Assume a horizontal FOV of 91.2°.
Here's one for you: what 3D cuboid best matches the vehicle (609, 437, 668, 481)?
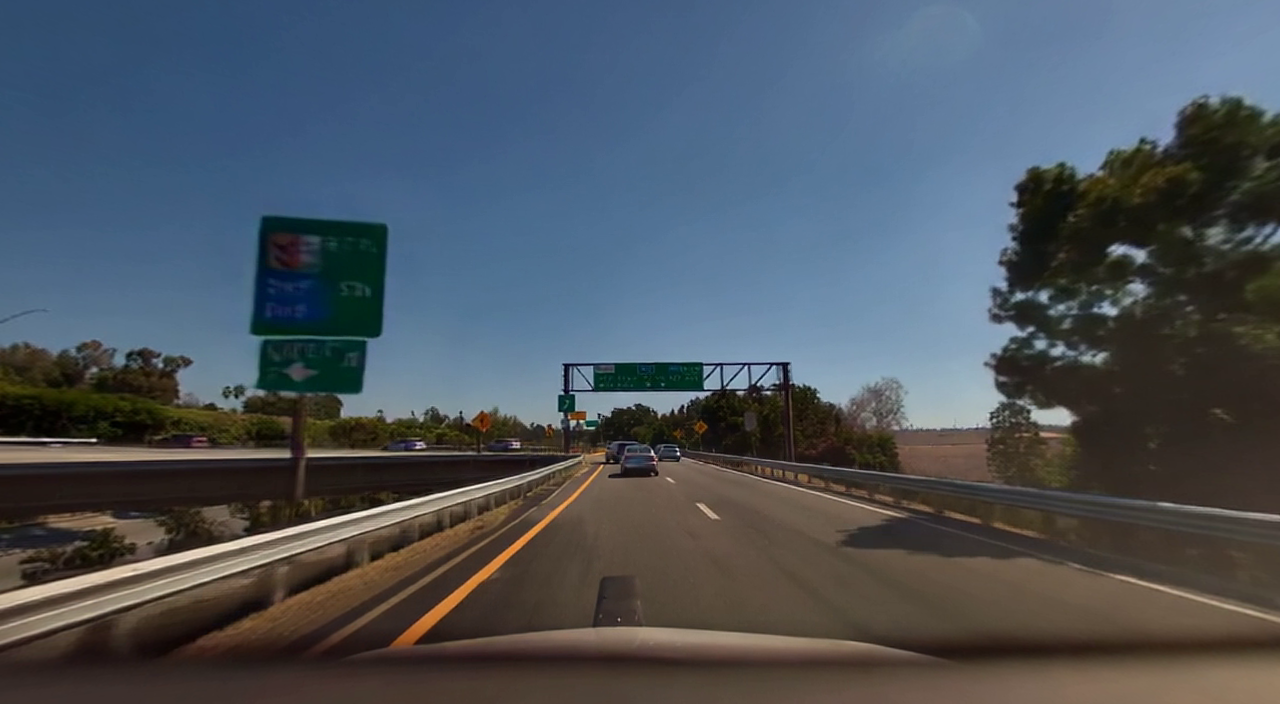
[{"bbox_3d":[-0.081,3.956,23.386,2.006,1.486,3.950,0,-9,-1],"label":"vehicle"}]
